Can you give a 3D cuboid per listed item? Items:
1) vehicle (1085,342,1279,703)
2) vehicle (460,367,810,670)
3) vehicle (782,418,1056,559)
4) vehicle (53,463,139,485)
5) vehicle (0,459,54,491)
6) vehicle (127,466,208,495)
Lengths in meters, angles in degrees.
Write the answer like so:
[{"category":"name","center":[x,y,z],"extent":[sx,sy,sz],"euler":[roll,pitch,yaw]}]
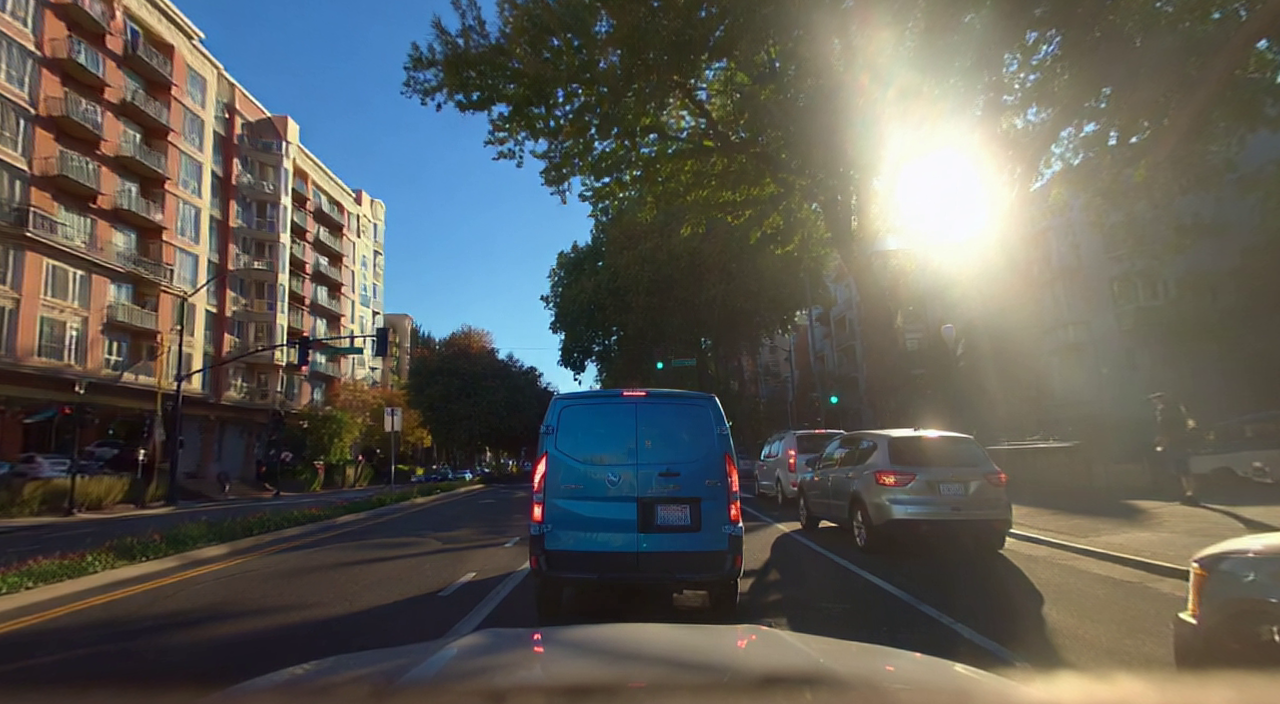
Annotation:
[{"category":"vehicle","center":[3.809,0.692,1.730],"extent":[2.157,1.748,4.130],"euler":[0,-9,1]},{"category":"vehicle","center":[-0.032,1.324,6.032],"extent":[2.101,1.828,4.270],"euler":[0,-9,0]},{"category":"vehicle","center":[3.917,2.009,10.044],"extent":[2.061,1.676,4.734],"euler":[0,-9,-2]},{"category":"vehicle","center":[-38.460,8.628,44.621],"extent":[4.396,1.458,1.809],"euler":[-1,-9,2]},{"category":"vehicle","center":[-35.470,6.828,35.122],"extent":[3.843,1.680,1.782],"euler":[-1,-9,4]},{"category":"vehicle","center":[-33.281,9.056,44.509],"extent":[4.292,1.492,1.772],"euler":[-6,-14,-1]}]
